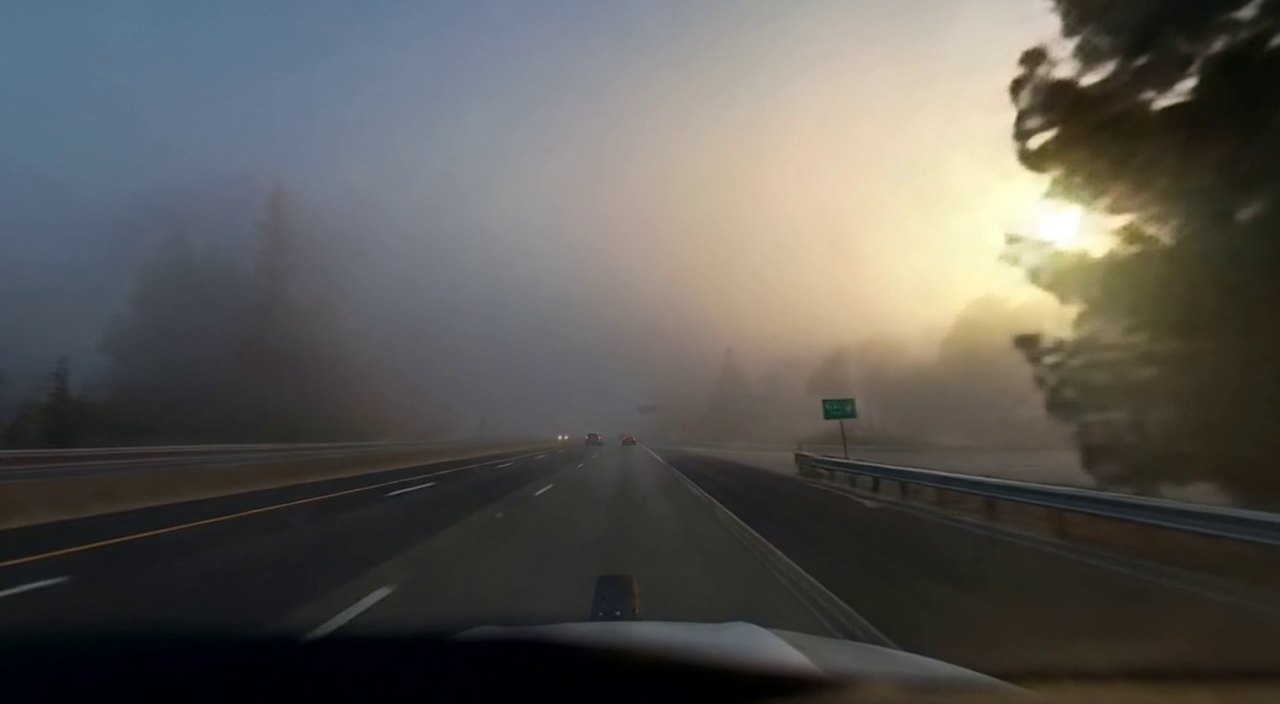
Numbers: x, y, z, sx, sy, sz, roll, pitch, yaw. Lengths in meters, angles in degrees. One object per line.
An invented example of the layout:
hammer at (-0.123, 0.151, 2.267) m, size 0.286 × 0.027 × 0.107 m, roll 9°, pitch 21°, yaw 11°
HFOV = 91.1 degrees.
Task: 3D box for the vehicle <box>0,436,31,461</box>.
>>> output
vehicle at (-49.393, 7.535, 49.232) m, size 2.079 × 1.843 × 5.261 m, roll 6°, pitch -10°, yaw -42°
